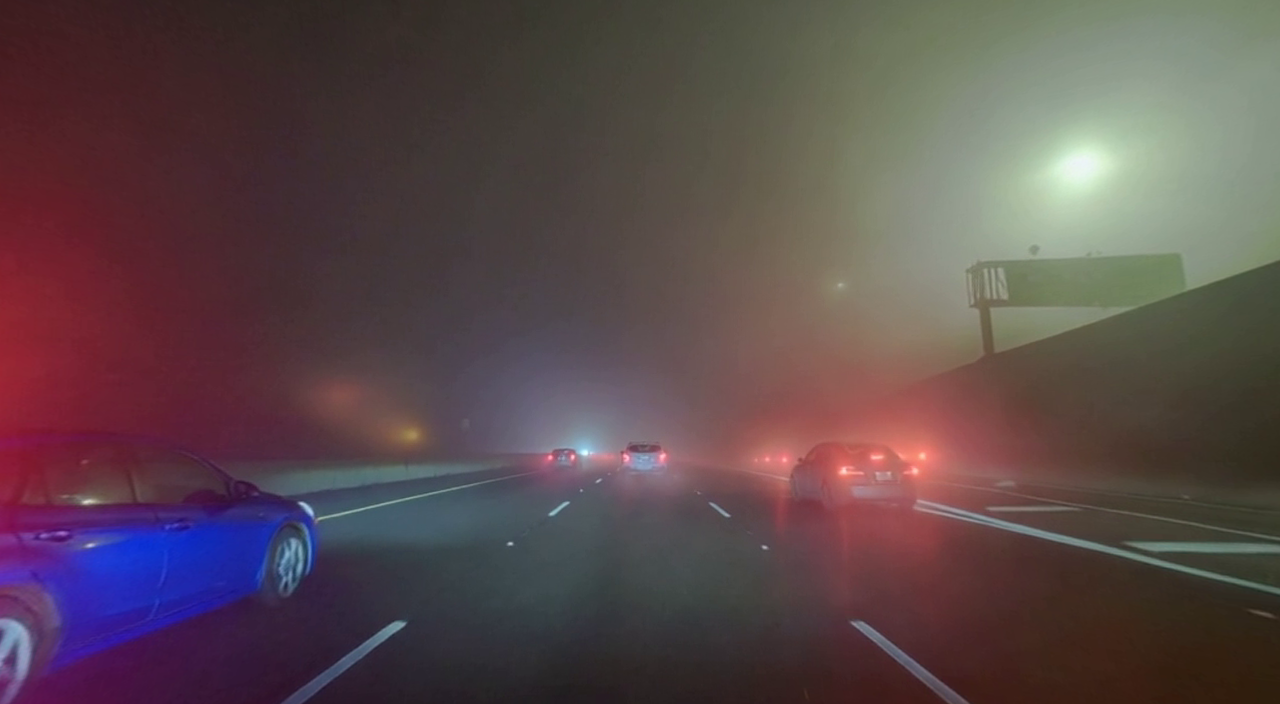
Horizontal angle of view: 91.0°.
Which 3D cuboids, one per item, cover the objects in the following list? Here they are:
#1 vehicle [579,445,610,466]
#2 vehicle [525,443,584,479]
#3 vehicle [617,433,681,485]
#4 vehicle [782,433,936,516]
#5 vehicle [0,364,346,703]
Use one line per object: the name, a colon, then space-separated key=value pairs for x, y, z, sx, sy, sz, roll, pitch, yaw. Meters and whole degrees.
vehicle: x=-3.403 y=7.897 z=48.089 sx=1.969 sy=1.480 sz=4.077 roll=0 pitch=-9 yaw=1
vehicle: x=-3.807 y=4.930 z=28.755 sx=2.031 sy=1.491 sz=4.145 roll=0 pitch=-9 yaw=1
vehicle: x=0.320 y=3.988 z=23.660 sx=2.202 sy=1.748 sz=4.158 roll=0 pitch=-8 yaw=0
vehicle: x=4.957 y=2.822 z=15.036 sx=2.055 sy=1.656 sz=4.370 roll=0 pitch=-9 yaw=-1
vehicle: x=-3.913 y=1.013 z=3.712 sx=2.160 sy=1.639 sz=4.431 roll=0 pitch=-9 yaw=1
